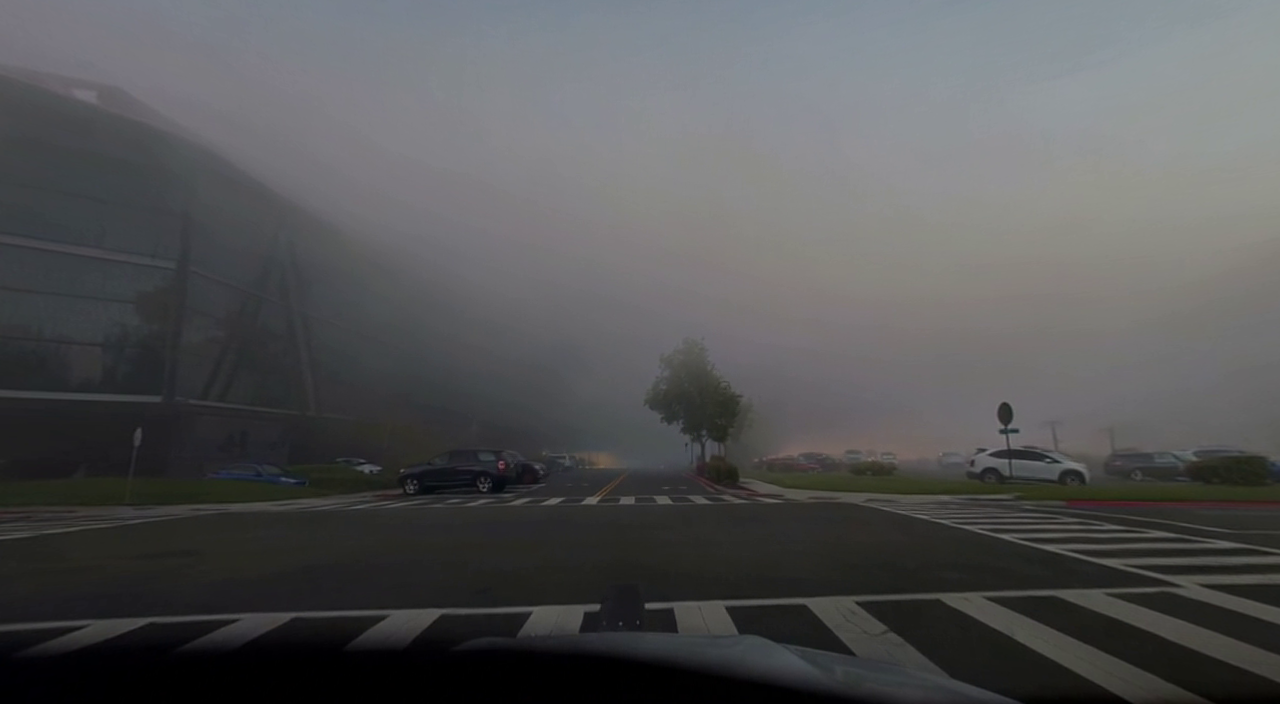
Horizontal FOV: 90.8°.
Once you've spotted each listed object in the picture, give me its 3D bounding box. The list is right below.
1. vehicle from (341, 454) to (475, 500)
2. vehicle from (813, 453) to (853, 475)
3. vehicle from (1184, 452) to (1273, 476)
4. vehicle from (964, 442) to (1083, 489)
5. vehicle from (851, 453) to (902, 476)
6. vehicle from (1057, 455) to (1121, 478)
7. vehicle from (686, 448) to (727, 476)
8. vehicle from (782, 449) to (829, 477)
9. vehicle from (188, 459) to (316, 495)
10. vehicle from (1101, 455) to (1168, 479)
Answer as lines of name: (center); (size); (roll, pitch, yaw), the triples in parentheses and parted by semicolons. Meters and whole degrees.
vehicle: (-8.706, 4.643, 23.808); (4.442, 1.504, 1.809); (5, -10, -28)
vehicle: (14.172, 8.200, 46.521); (1.935, 1.477, 3.719); (0, -8, 4)
vehicle: (36.976, 7.049, 39.843); (1.678, 1.423, 4.191); (0, -9, 2)
vehicle: (16.484, 4.869, 27.555); (2.048, 1.852, 4.998); (0, -8, 0)
vehicle: (17.077, 8.121, 45.837); (1.971, 1.478, 4.477); (0, -8, 1)
vehicle: (28.286, 7.242, 39.927); (1.495, 1.371, 3.336); (0, -10, -2)
vehicle: (4.559, 7.617, 44.137); (2.262, 1.794, 5.331); (0, -8, 0)
vehicle: (10.529, 7.097, 40.609); (1.936, 1.673, 4.305); (0, -8, 1)
vehicle: (-16.661, 5.368, 27.271); (4.331, 1.437, 1.876); (0, -8, 3)
vehicle: (31.221, 7.262, 39.991); (1.519, 1.371, 3.278); (0, -8, -1)
